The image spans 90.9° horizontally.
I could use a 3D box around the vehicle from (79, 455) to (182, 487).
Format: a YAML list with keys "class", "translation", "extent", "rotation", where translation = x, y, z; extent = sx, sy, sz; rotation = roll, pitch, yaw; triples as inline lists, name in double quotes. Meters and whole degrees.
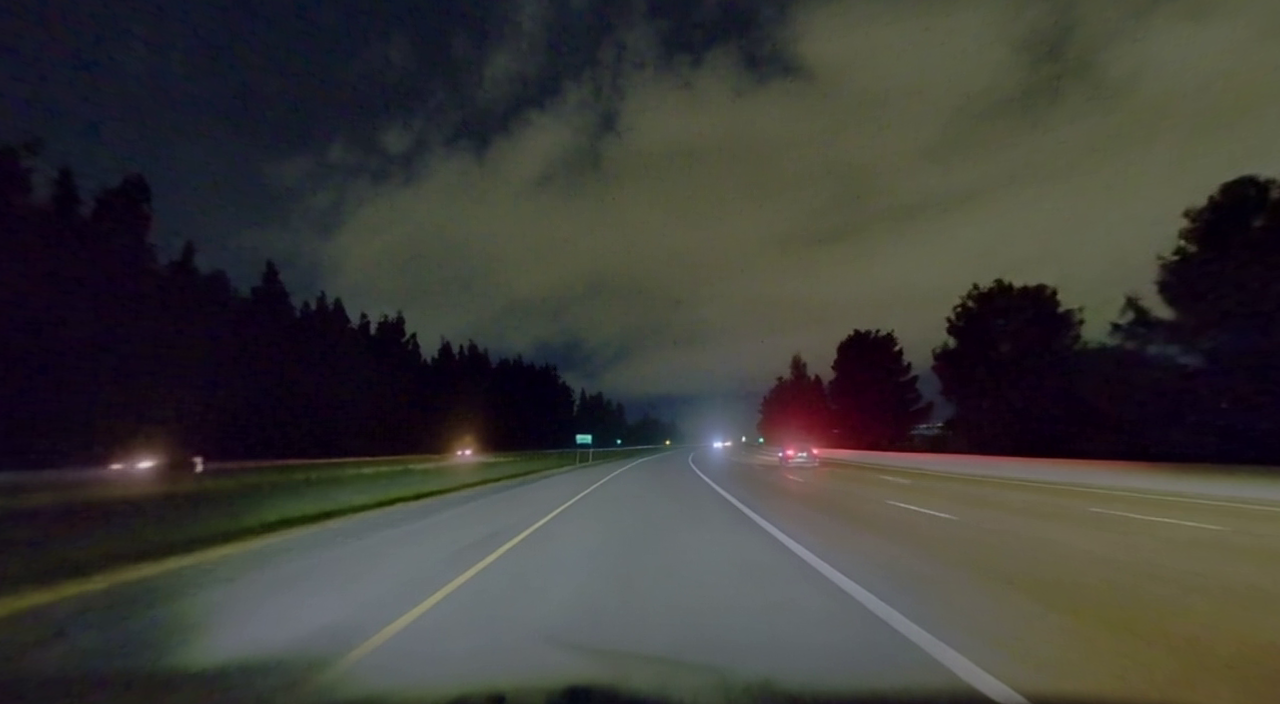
- class: "vehicle"
  translation: [-29.628, 6.908, 36.893]
  extent: [1.911, 1.616, 4.812]
  rotation: [0, -9, 2]
